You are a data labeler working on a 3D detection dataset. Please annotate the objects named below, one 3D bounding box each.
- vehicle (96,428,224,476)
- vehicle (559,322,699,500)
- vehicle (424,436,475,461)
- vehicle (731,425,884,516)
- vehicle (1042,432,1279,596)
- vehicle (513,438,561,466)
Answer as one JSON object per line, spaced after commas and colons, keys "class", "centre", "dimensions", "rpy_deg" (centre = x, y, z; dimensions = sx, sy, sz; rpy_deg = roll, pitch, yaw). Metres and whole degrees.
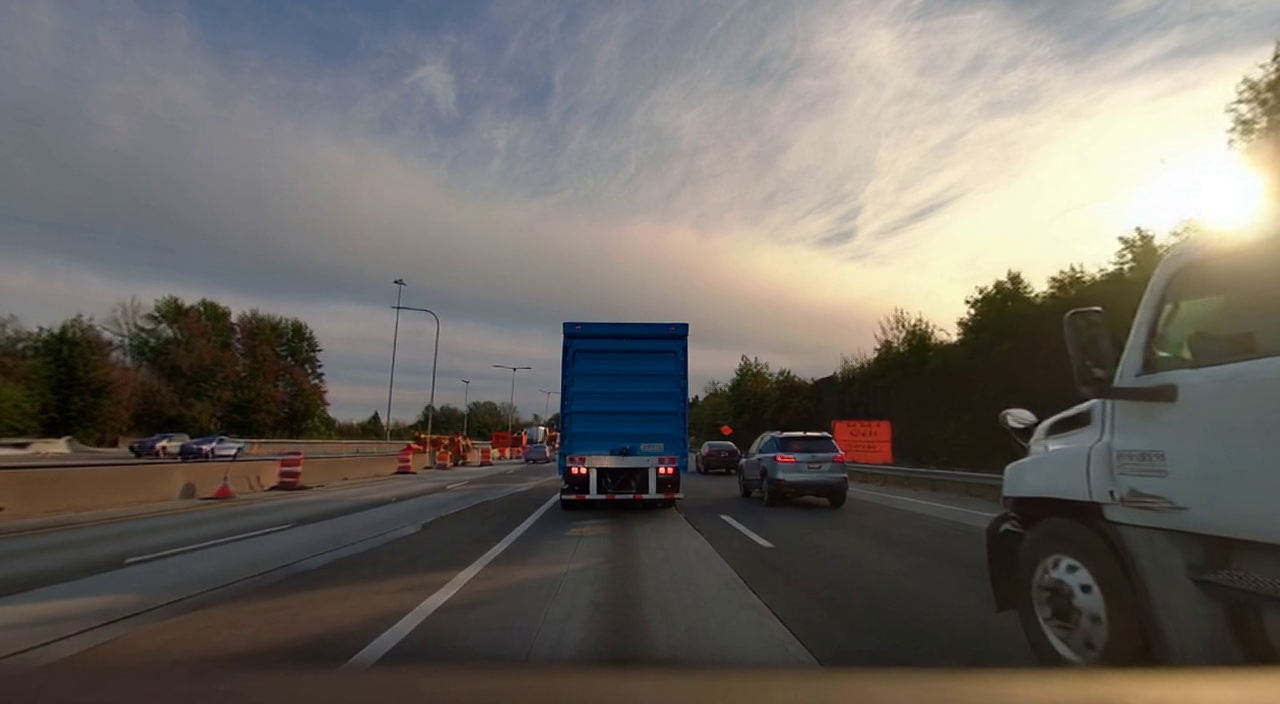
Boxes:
{"class": "vehicle", "centre": [-21.587, 4.465, 28.367], "dimensions": [4.632, 1.852, 2.033], "rpy_deg": [0, -8, 16]}
{"class": "vehicle", "centre": [-0.437, 2.045, 19.127], "dimensions": [3.067, 3.940, 10.154], "rpy_deg": [1, -9, -2]}
{"class": "vehicle", "centre": [-14.271, 7.255, 47.581], "dimensions": [2.054, 1.708, 4.663], "rpy_deg": [2, -8, 4]}
{"class": "vehicle", "centre": [3.504, 2.574, 14.142], "dimensions": [2.103, 1.713, 4.173], "rpy_deg": [1, -9, -3]}
{"class": "vehicle", "centre": [7.406, 1.747, 7.059], "dimensions": [2.070, 1.632, 4.774], "rpy_deg": [2, -9, -11]}
{"class": "vehicle", "centre": [-5.971, 5.862, 37.048], "dimensions": [2.014, 1.477, 4.595], "rpy_deg": [0, -9, 0]}
